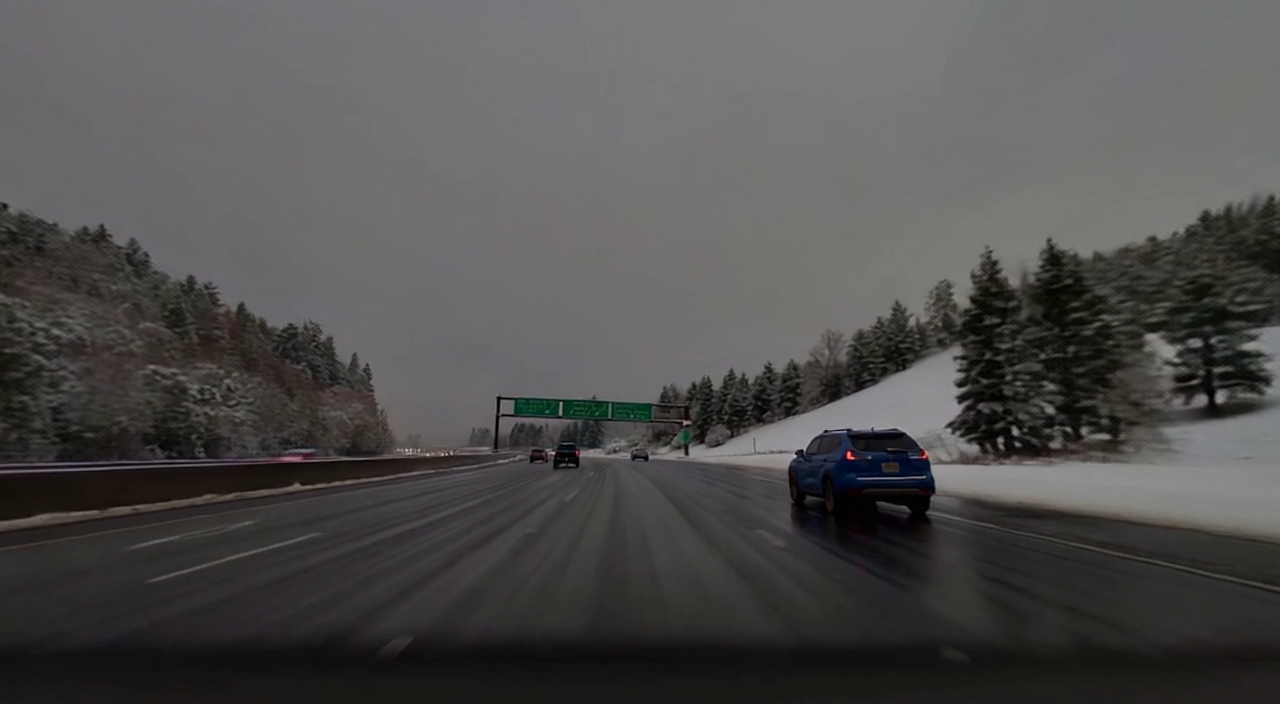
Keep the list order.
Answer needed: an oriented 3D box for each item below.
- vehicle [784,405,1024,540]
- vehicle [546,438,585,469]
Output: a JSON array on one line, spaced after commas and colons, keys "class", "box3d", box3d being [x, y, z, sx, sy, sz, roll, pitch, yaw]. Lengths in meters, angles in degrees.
[{"class": "vehicle", "box3d": [4.338, 2.081, 11.514, 2.103, 1.903, 4.837, 0, -9, -2]}, {"class": "vehicle", "box3d": [-5.567, 7.639, 47.749, 2.537, 2.121, 5.251, 0, -9, -3]}]
